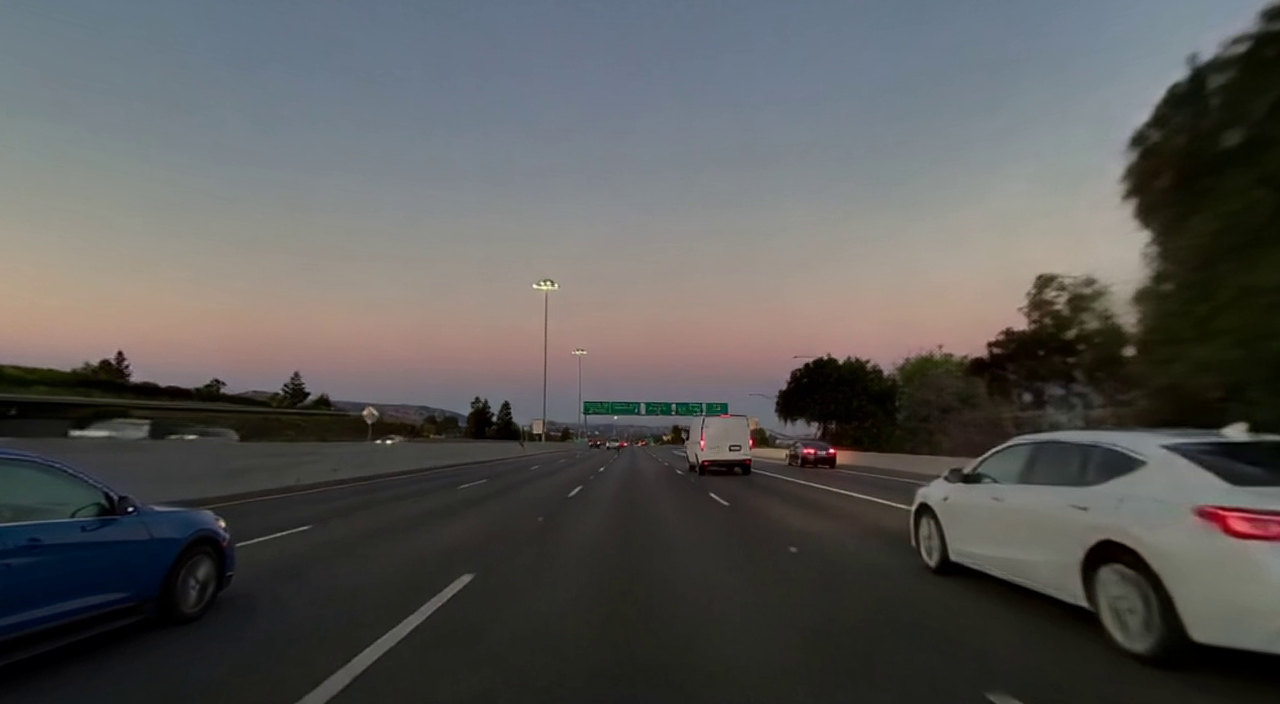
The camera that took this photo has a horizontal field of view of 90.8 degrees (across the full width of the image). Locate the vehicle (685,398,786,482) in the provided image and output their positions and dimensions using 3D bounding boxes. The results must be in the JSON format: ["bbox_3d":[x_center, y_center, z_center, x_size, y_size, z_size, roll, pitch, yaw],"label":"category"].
[{"bbox_3d":[3.323,3.330,23.797,2.629,2.718,6.740,0,-8,-1],"label":"vehicle"}]

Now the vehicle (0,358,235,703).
[{"bbox_3d":[-3.861,0.778,2.274,2.000,1.646,4.201,0,-8,0],"label":"vehicle"}]

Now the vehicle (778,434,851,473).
[{"bbox_3d":[7.726,4.554,28.479,1.978,1.621,4.320,0,-8,-1],"label":"vehicle"}]

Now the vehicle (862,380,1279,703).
[{"bbox_3d":[3.597,1.171,4.532,2.108,1.509,5.059,0,-8,-1],"label":"vehicle"}]
